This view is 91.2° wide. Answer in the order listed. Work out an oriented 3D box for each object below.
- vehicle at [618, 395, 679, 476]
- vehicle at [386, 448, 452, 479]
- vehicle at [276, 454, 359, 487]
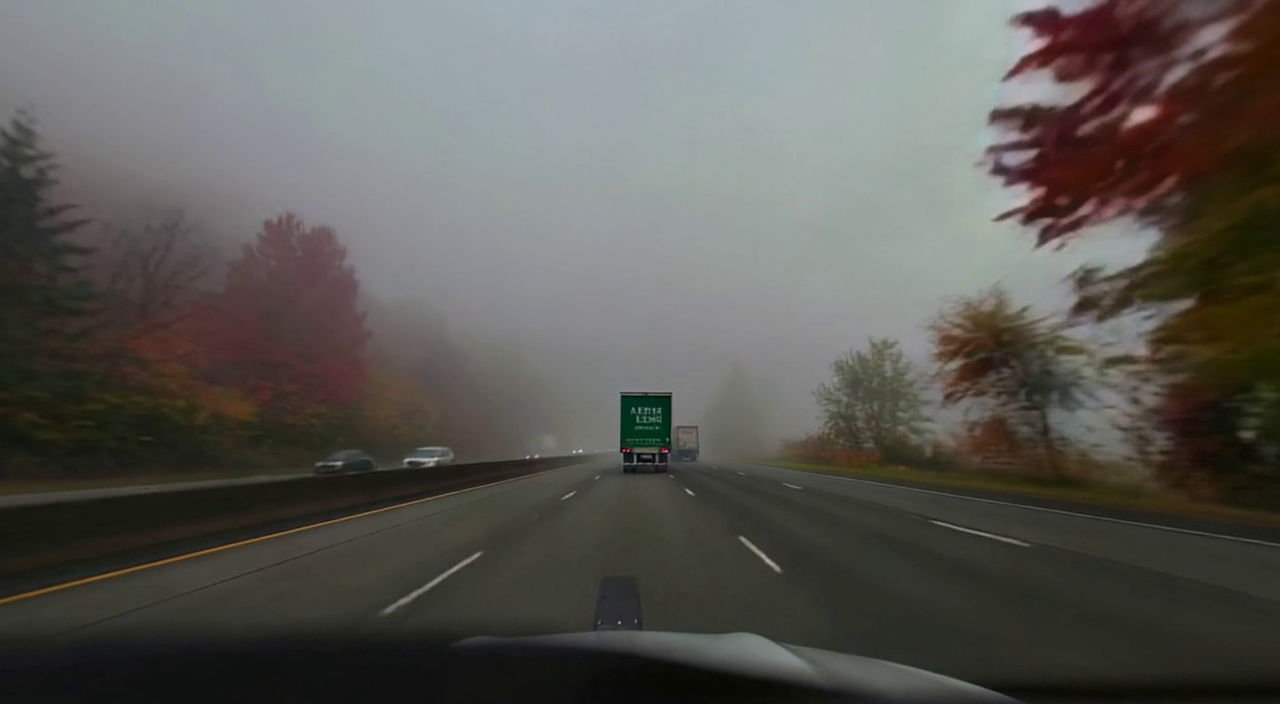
[{"bbox_3d":[0.400,5.037,37.255,3.057,4.073,10.792,0,-9,0],"label":"vehicle"},{"bbox_3d":[-12.390,6.259,35.415,2.171,1.661,3.953,0,-9,1],"label":"vehicle"},{"bbox_3d":[-16.136,5.915,31.604,1.914,1.506,4.103,0,-9,1],"label":"vehicle"}]
